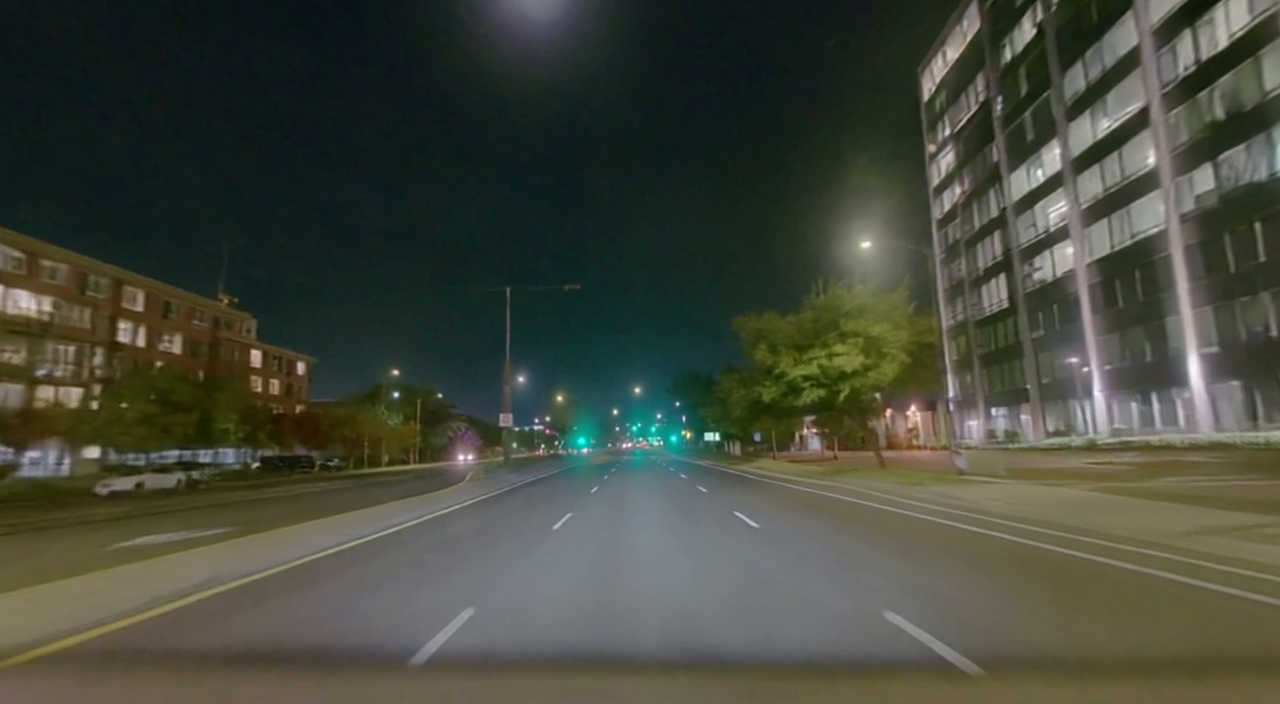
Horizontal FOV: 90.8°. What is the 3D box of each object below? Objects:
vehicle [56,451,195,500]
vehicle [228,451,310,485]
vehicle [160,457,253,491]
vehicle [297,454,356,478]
[{"bbox_3d":[-21.895,5.226,27.209,1.922,1.821,4.729,0,-8,0],"label":"vehicle"},{"bbox_3d":[-22.156,6.886,37.954,2.043,1.816,4.776,0,-8,-1],"label":"vehicle"},{"bbox_3d":[-22.013,6.189,32.307,1.897,1.462,4.278,0,-8,-3],"label":"vehicle"},{"bbox_3d":[-21.967,7.977,44.444,1.841,1.505,4.664,0,-8,-1],"label":"vehicle"}]
